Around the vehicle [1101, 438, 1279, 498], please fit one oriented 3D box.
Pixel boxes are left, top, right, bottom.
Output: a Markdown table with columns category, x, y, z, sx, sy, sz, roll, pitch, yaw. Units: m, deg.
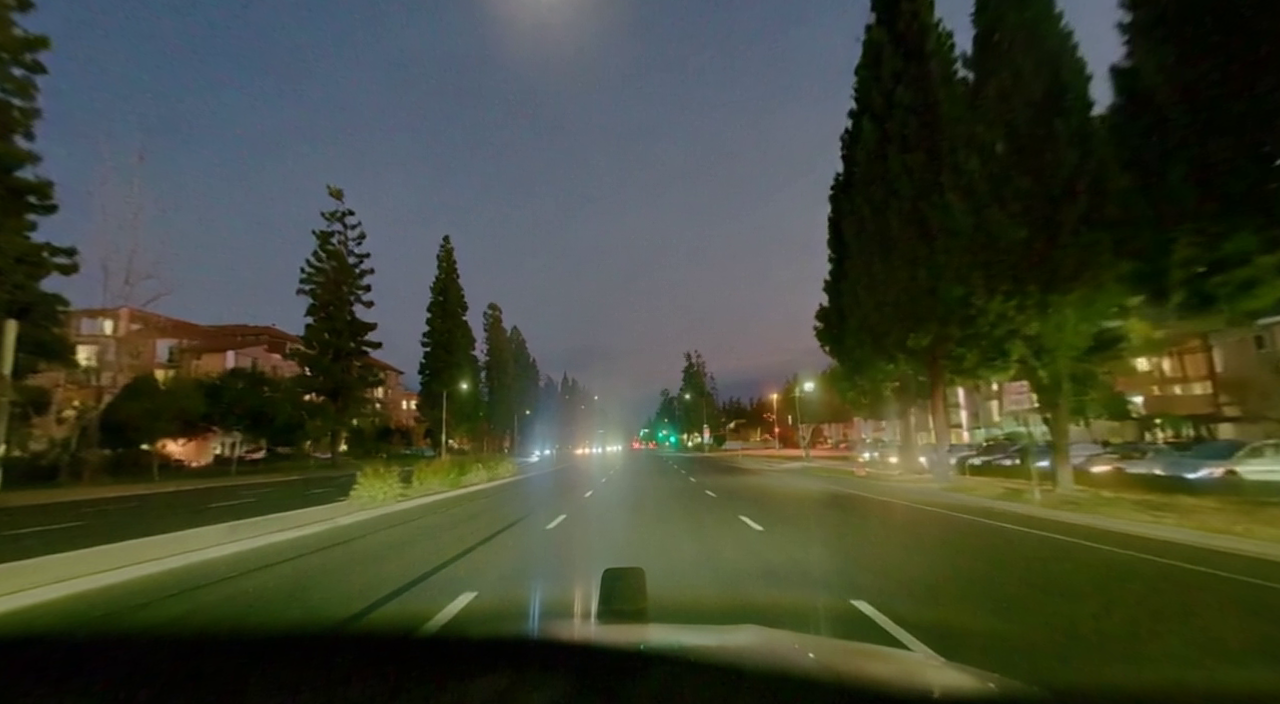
| category | x | y | z | sx | sy | sz | roll | pitch | yaw |
| --- | --- | --- | --- | --- | --- | --- | --- | --- | --- |
| vehicle | 15.568 | 3.073 | 16.940 | 4.794 | 1.480 | 1.995 | 0 | -8 | -1 |
